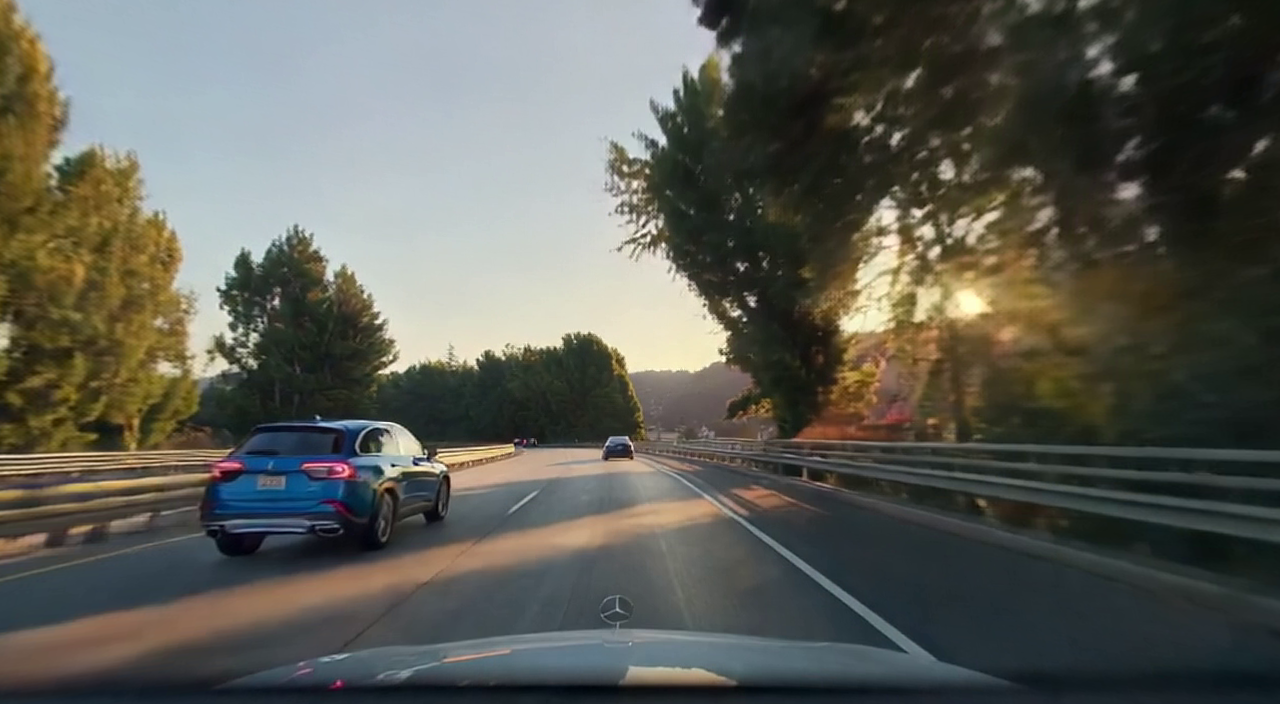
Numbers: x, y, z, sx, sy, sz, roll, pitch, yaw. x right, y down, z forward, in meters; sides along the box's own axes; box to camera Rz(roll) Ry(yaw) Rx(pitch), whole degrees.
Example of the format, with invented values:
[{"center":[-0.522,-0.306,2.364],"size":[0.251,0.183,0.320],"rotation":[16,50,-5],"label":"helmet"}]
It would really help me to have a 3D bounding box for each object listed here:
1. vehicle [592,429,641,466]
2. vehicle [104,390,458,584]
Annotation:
[{"center":[-1.347,5.071,33.691],"size":[2.452,1.857,4.022],"rotation":[0,-8,-4],"label":"vehicle"},{"center":[-4.167,1.626,8.543],"size":[2.053,1.847,4.760],"rotation":[0,-8,-1],"label":"vehicle"}]
